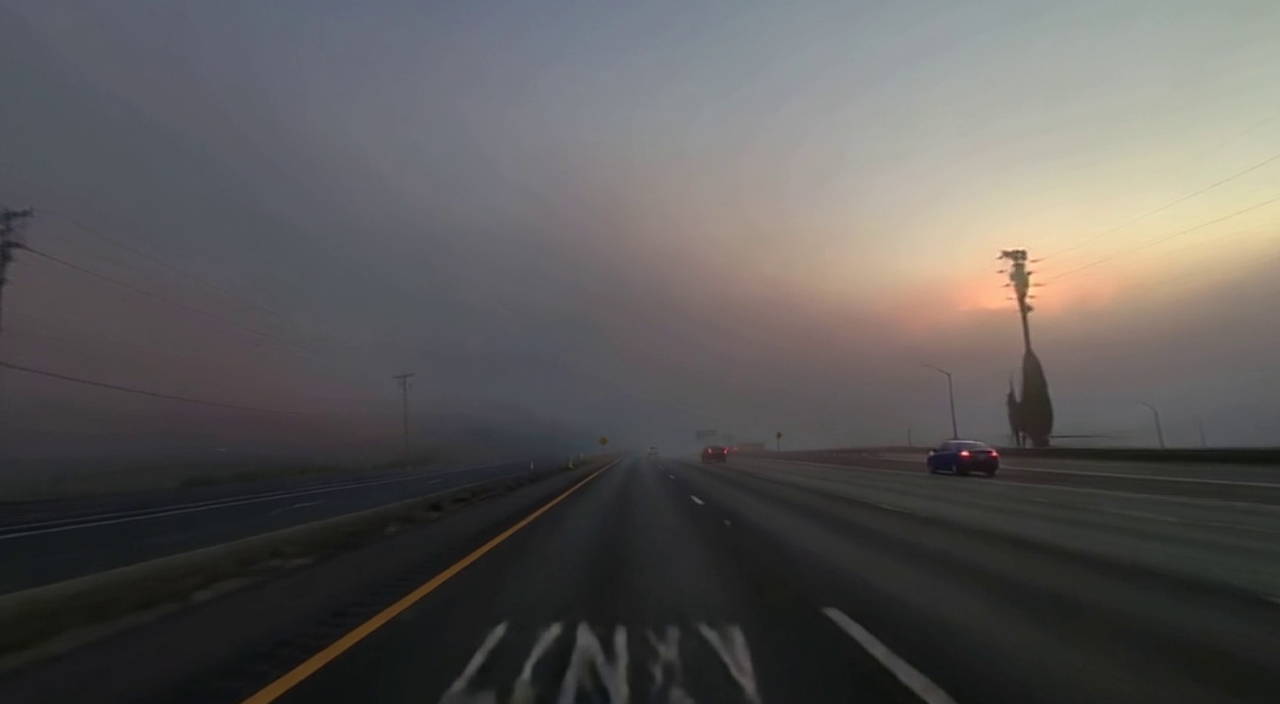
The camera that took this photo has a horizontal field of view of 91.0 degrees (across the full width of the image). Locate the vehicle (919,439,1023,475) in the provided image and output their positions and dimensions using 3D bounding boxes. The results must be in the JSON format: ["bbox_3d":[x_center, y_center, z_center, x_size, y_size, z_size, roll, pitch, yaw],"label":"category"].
[{"bbox_3d":[14.616,4.656,28.149,2.089,1.484,4.573,0,-9,-1],"label":"vehicle"}]
